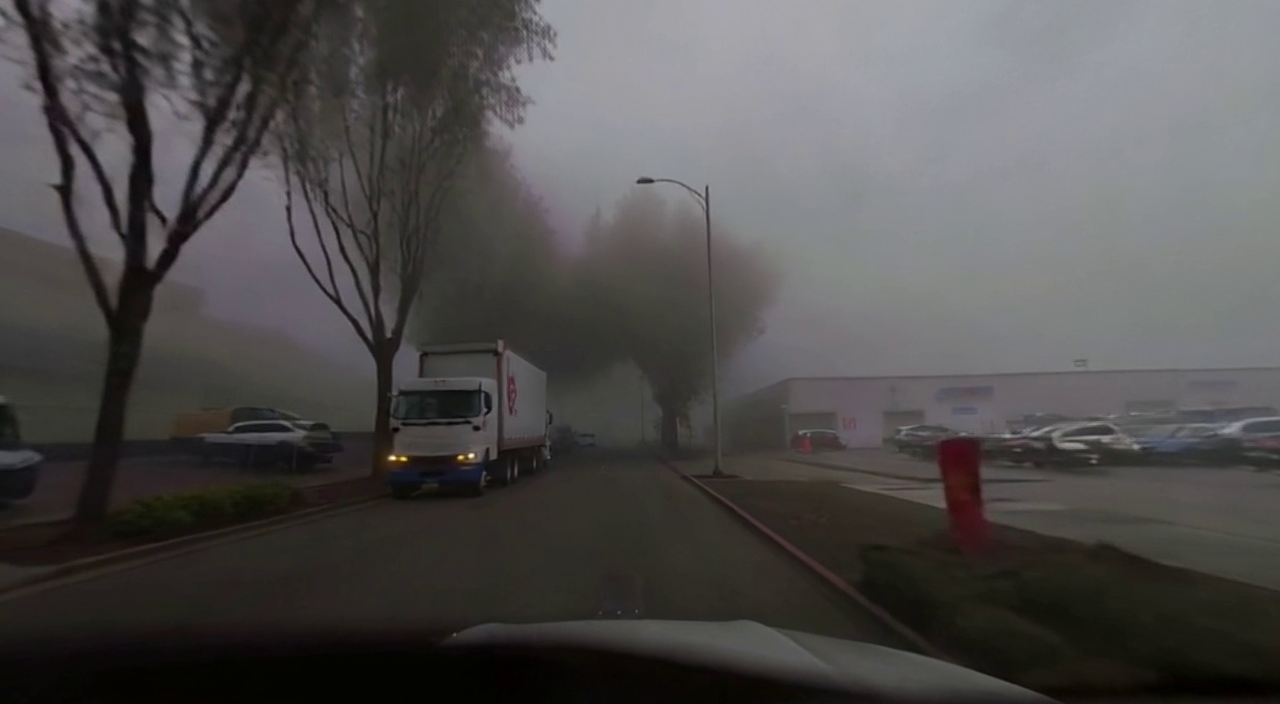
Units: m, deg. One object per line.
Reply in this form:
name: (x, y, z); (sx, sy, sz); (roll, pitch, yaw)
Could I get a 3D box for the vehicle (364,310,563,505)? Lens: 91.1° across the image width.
vehicle: (-5.188, 2.261, 22.883); (2.976, 4.754, 15.127); (0, -7, 0)

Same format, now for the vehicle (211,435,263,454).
vehicle: (-30.907, 7.102, 48.294); (1.617, 1.432, 3.486); (-1, -8, 1)
